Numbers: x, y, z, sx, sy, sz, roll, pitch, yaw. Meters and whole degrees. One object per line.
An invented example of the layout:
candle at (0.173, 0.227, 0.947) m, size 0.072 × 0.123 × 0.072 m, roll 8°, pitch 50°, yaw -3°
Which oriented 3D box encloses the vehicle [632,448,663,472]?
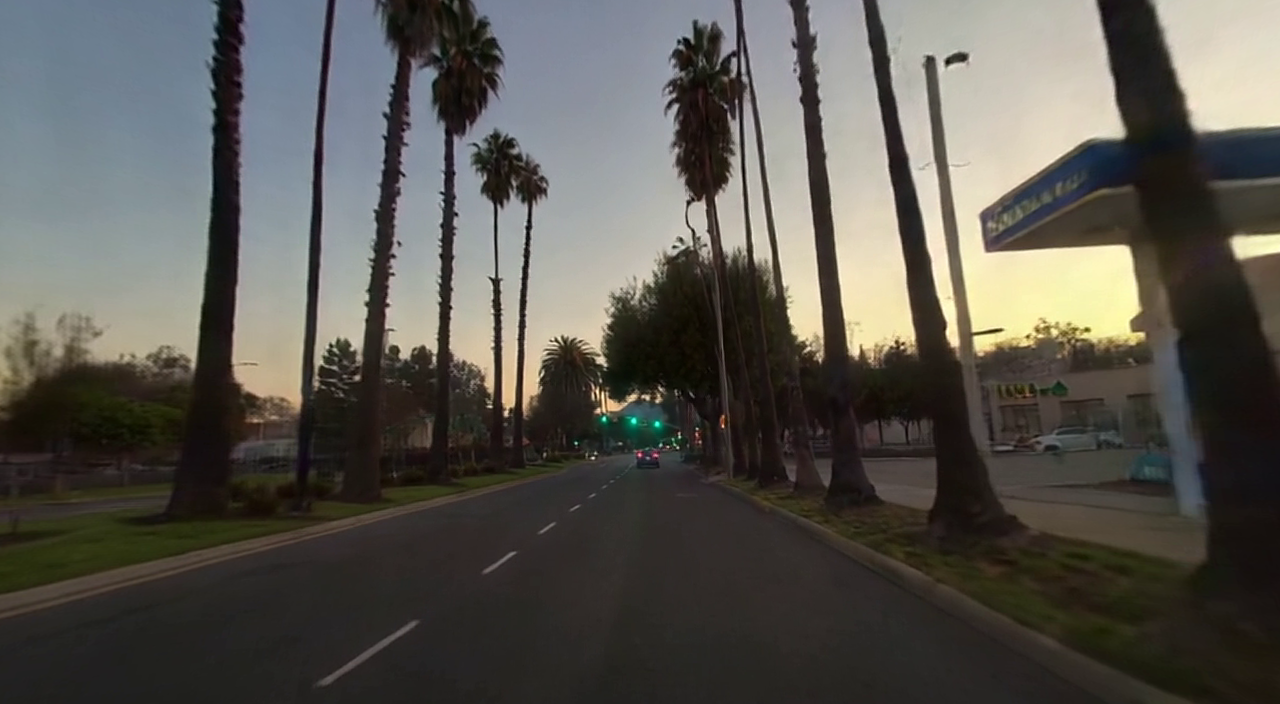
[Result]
vehicle at (0.530, 7.382, 43.088) m, size 2.050 × 1.509 × 4.148 m, roll 0°, pitch -8°, yaw 1°
